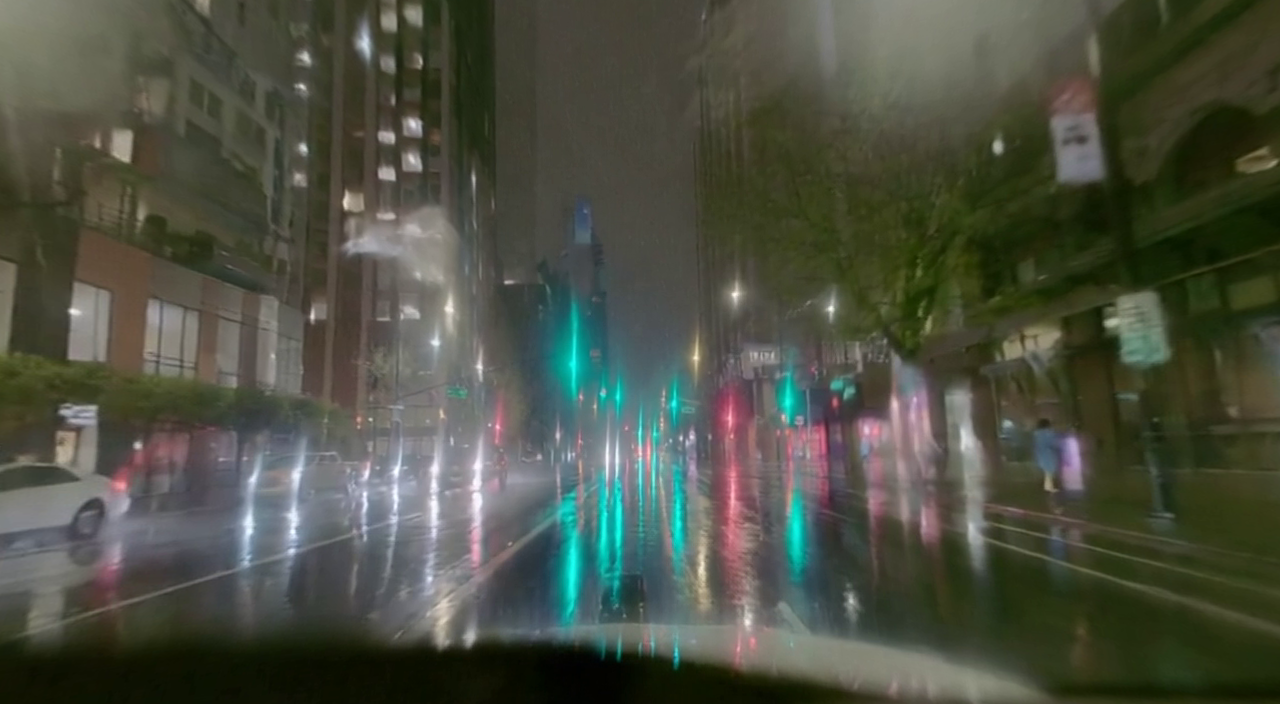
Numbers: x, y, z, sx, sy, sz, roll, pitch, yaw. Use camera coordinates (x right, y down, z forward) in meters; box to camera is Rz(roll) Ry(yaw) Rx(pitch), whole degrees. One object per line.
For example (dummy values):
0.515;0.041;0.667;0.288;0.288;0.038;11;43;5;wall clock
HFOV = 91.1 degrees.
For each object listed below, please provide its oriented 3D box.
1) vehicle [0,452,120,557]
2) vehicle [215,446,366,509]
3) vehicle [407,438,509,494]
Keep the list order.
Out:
-12.341;2.719;11.123;2.075;1.809;4.804;0;-8;0;vehicle
-12.211;4.363;22.551;2.126;1.963;5.547;0;-8;1;vehicle
-6.044;3.816;21.461;2.128;1.704;4.343;0;-8;1;vehicle
